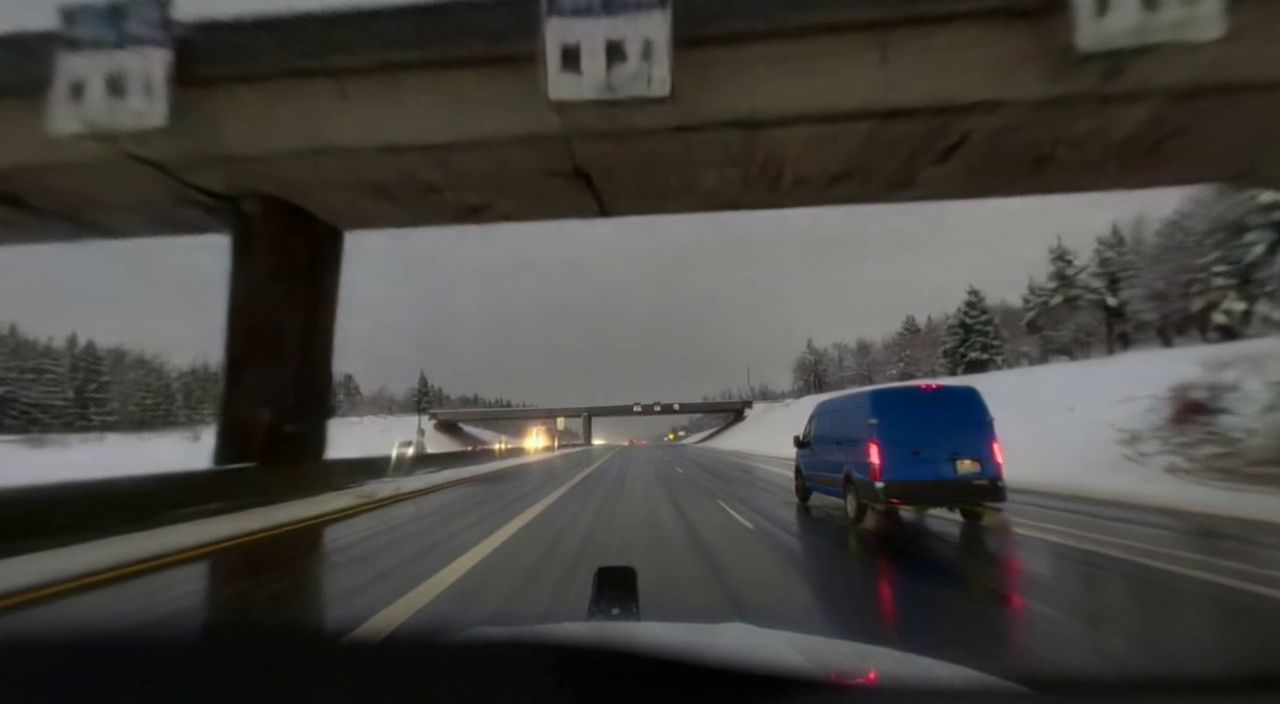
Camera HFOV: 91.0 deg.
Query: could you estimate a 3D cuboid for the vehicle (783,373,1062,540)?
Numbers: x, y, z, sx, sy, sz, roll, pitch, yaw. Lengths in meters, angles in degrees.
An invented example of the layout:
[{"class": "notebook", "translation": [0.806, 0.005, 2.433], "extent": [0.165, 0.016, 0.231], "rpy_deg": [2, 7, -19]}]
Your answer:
[{"class": "vehicle", "translation": [3.960, 1.581, 10.009], "extent": [2.161, 2.002, 4.631], "rpy_deg": [0, -8, -1]}]
